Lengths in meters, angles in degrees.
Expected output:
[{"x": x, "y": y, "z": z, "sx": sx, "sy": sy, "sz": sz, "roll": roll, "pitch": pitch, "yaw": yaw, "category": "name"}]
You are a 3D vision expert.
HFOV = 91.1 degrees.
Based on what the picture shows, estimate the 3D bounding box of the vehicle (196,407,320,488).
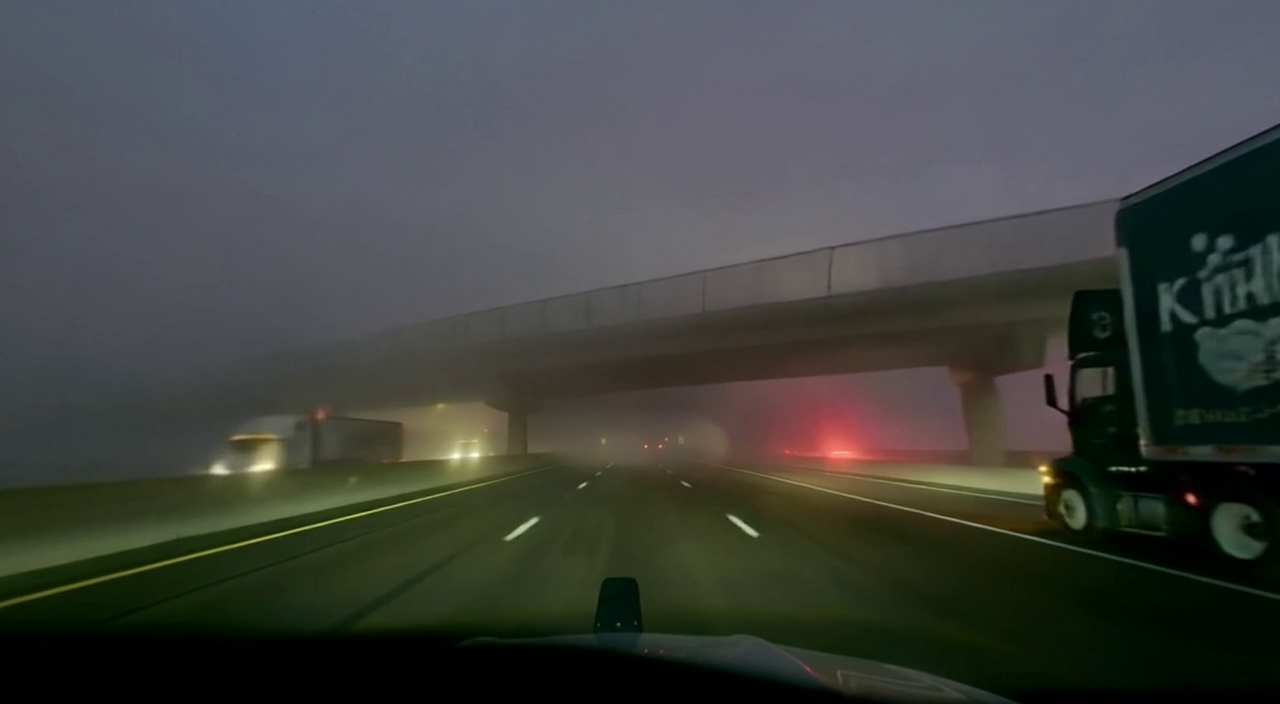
[{"x": -20.746, "y": 5.247, "z": 34.651, "sx": 3.012, "sy": 4.000, "sz": 5.979, "roll": 0, "pitch": -9, "yaw": -1, "category": "vehicle"}]
